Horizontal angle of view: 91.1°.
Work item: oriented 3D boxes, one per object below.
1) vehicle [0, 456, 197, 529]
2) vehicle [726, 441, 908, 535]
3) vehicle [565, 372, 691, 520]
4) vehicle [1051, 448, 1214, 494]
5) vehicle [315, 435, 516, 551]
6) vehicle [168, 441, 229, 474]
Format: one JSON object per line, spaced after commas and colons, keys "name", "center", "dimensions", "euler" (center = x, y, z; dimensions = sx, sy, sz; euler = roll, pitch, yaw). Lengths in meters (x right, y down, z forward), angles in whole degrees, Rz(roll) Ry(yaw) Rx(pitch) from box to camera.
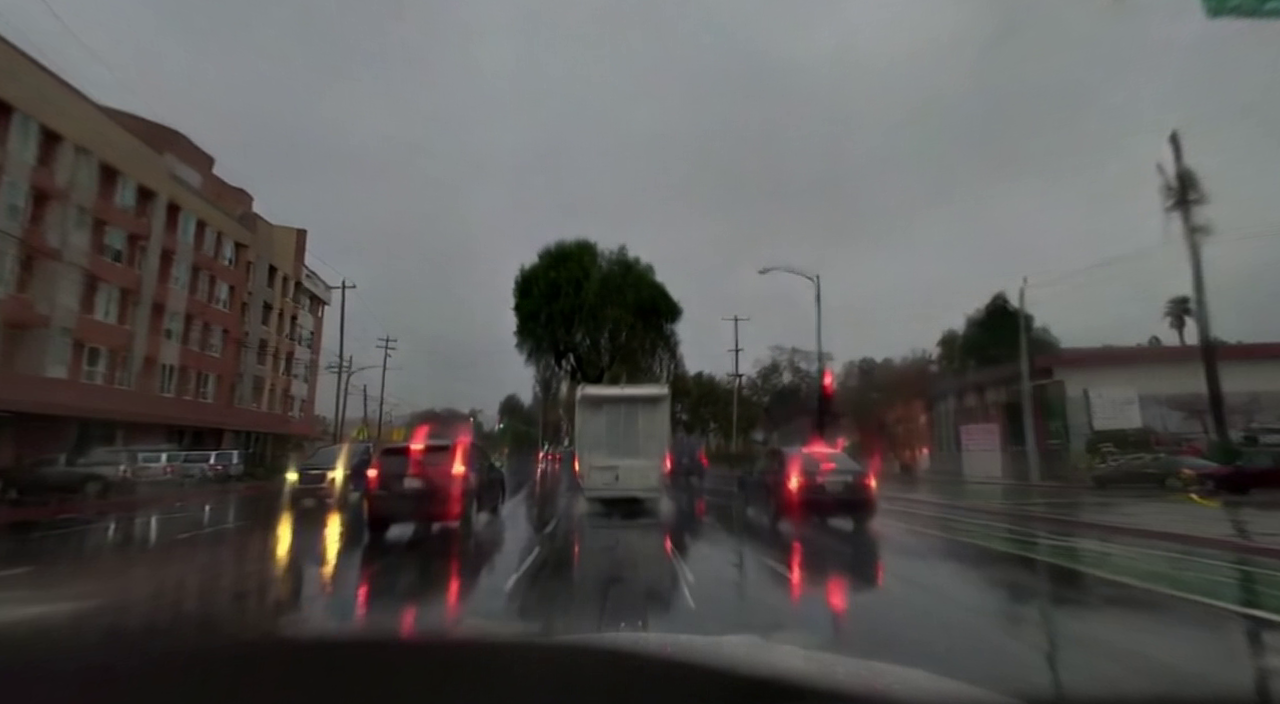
{"name": "vehicle", "center": [-13.959, 3.481, 16.117], "dimensions": [1.931, 1.484, 4.519], "euler": [0, -8, -1]}
{"name": "vehicle", "center": [3.241, 2.569, 12.699], "dimensions": [1.978, 1.507, 4.636], "euler": [0, -8, -5]}
{"name": "vehicle", "center": [-0.564, 2.317, 15.708], "dimensions": [2.517, 2.926, 6.177], "euler": [1, -8, -6]}
{"name": "vehicle", "center": [19.275, 4.615, 24.861], "dimensions": [1.942, 1.583, 4.579], "euler": [3, -9, -23]}
{"name": "vehicle", "center": [-3.503, 2.247, 10.827], "dimensions": [2.033, 1.555, 4.408], "euler": [0, -8, -3]}
{"name": "vehicle", "center": [-27.244, 6.480, 38.888], "dimensions": [1.981, 1.887, 4.441], "euler": [3, -9, -21]}
